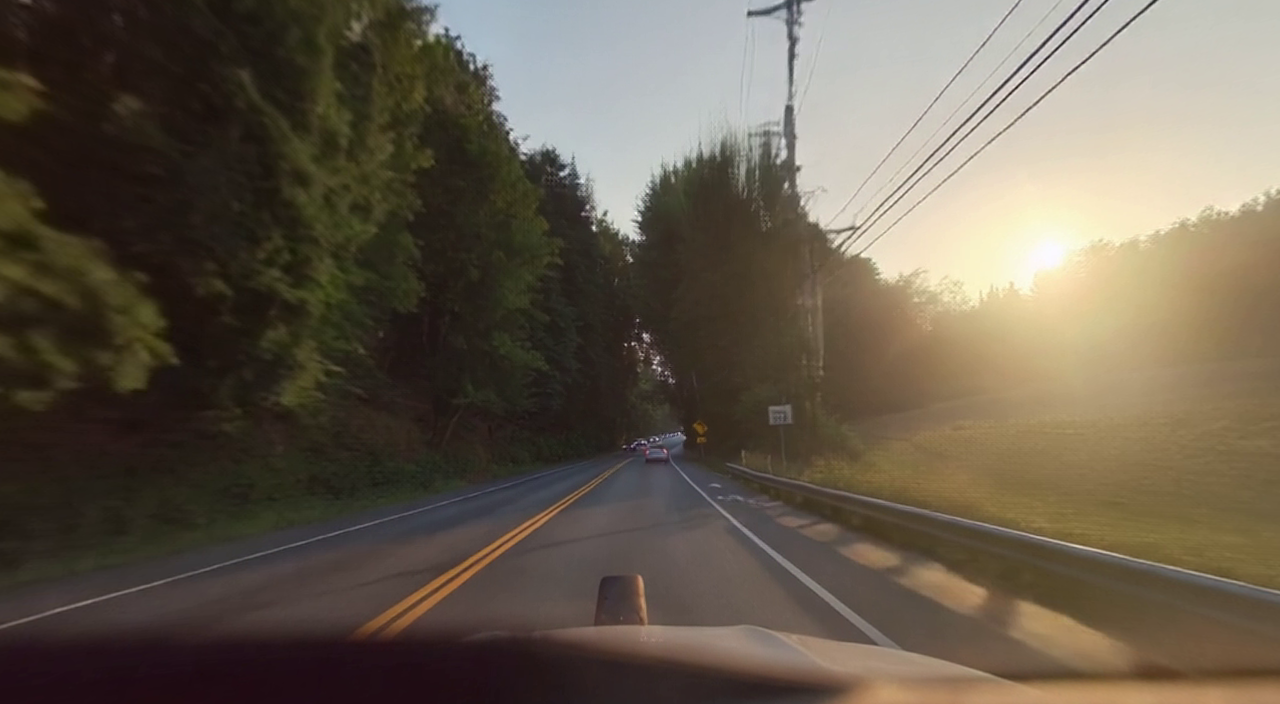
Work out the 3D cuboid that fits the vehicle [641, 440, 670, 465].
[{"bbox_3d":[1.232,7.639,48.249,2.083,1.767,4.448,0,-9,2],"label":"vehicle"}]
